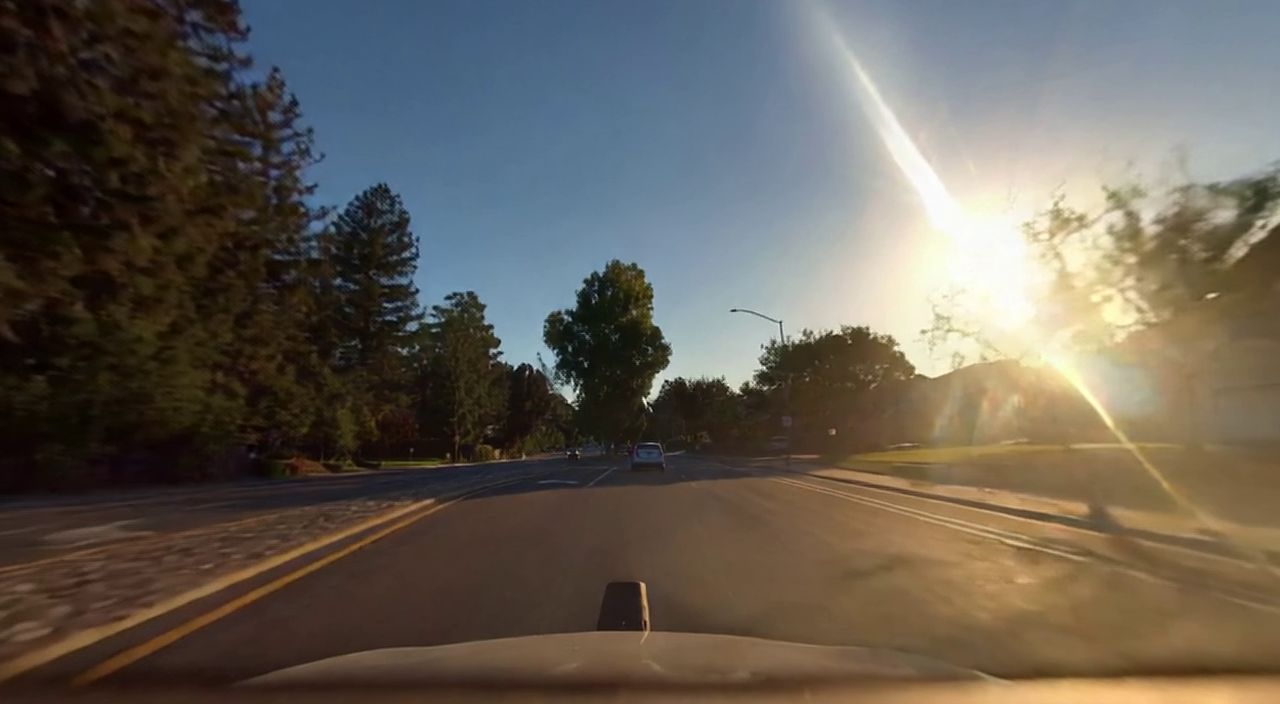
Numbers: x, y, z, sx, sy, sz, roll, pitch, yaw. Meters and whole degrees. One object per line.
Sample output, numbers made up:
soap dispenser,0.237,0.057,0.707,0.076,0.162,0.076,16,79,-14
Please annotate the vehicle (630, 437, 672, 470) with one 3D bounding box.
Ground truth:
vehicle,0.568,5.868,36.487,2.165,1.783,4.391,0,-9,-2
